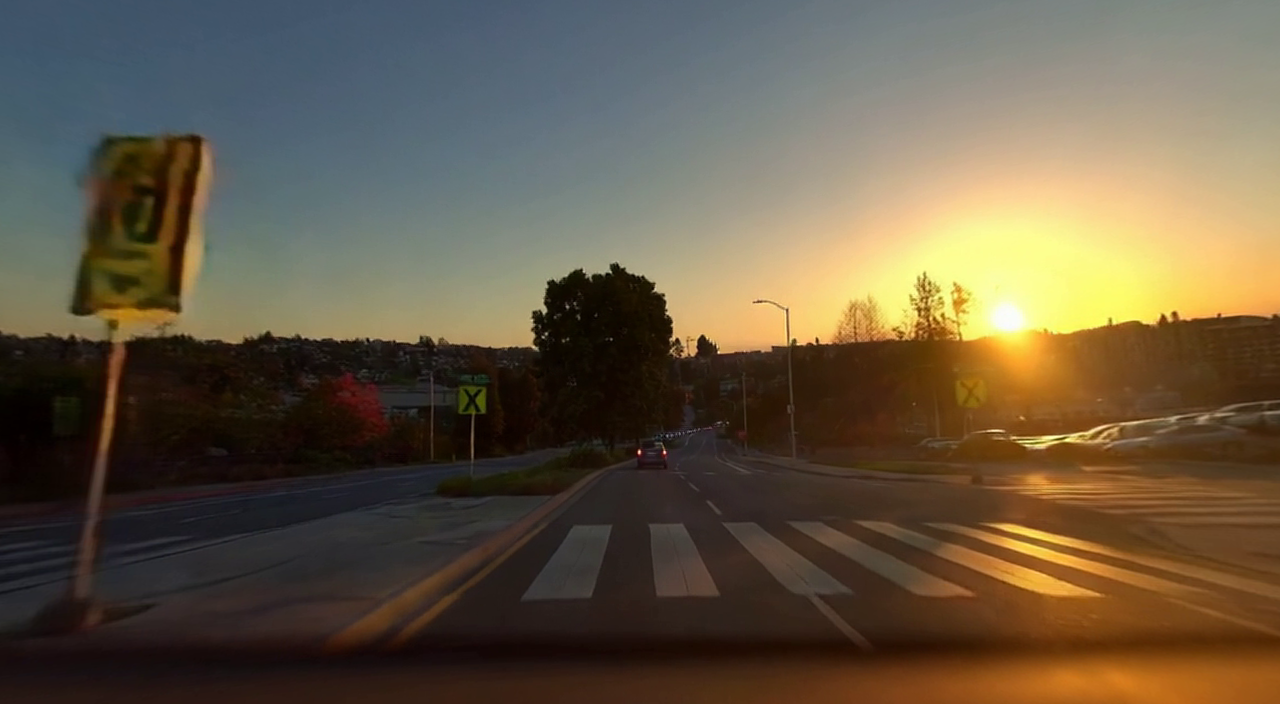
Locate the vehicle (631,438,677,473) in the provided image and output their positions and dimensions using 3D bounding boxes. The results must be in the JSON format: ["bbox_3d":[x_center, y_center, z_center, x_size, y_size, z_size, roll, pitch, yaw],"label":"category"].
[{"bbox_3d":[0.718,5.170,31.789,2.158,1.600,3.865,-1,-8,2],"label":"vehicle"}]
